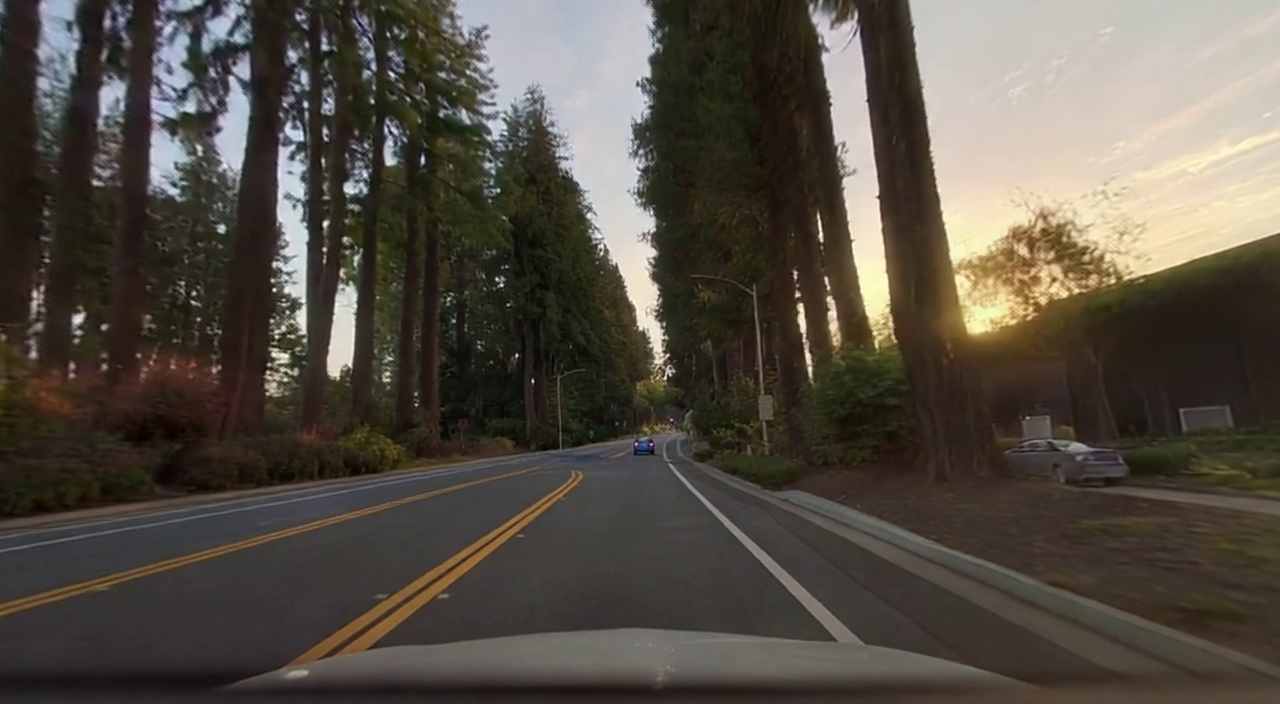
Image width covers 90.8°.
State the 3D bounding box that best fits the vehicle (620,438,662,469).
[{"bbox_3d":[-0.007,5.263,32.906,2.067,1.486,3.861,0,-9,-1],"label":"vehicle"}]

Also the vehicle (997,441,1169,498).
[{"bbox_3d":[13.236,3.516,19.289,1.766,1.463,4.445,3,-9,-5],"label":"vehicle"}]
